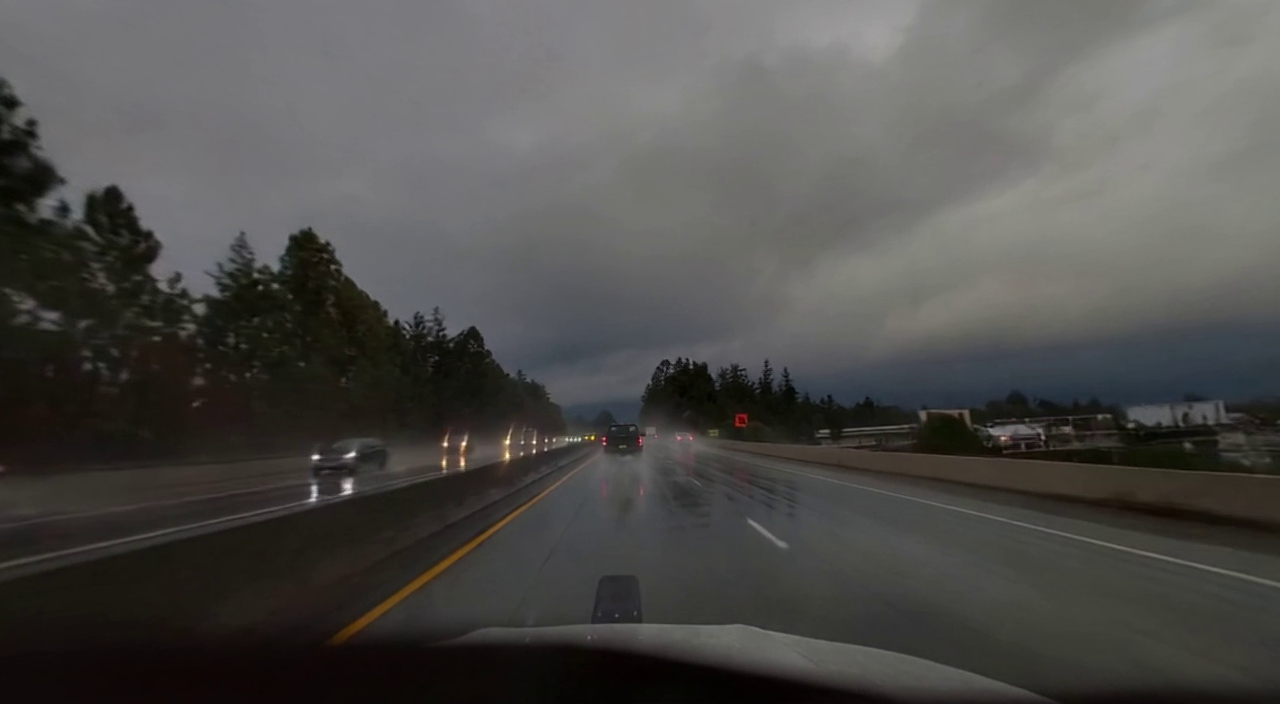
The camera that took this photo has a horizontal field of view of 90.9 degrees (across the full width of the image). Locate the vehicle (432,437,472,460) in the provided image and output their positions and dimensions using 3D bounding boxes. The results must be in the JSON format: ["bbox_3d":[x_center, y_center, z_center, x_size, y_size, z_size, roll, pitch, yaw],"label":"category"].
[{"bbox_3d":[-14.489,7.447,48.764,1.878,1.649,3.987,0,-8,0],"label":"vehicle"}]

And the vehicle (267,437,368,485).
[{"bbox_3d":[-12.358,4.151,24.454,1.940,1.665,3.934,0,-8,-2],"label":"vehicle"}]

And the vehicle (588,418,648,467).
[{"bbox_3d":[-0.985,4.134,28.996,2.503,2.044,4.633,0,-8,-1],"label":"vehicle"}]
